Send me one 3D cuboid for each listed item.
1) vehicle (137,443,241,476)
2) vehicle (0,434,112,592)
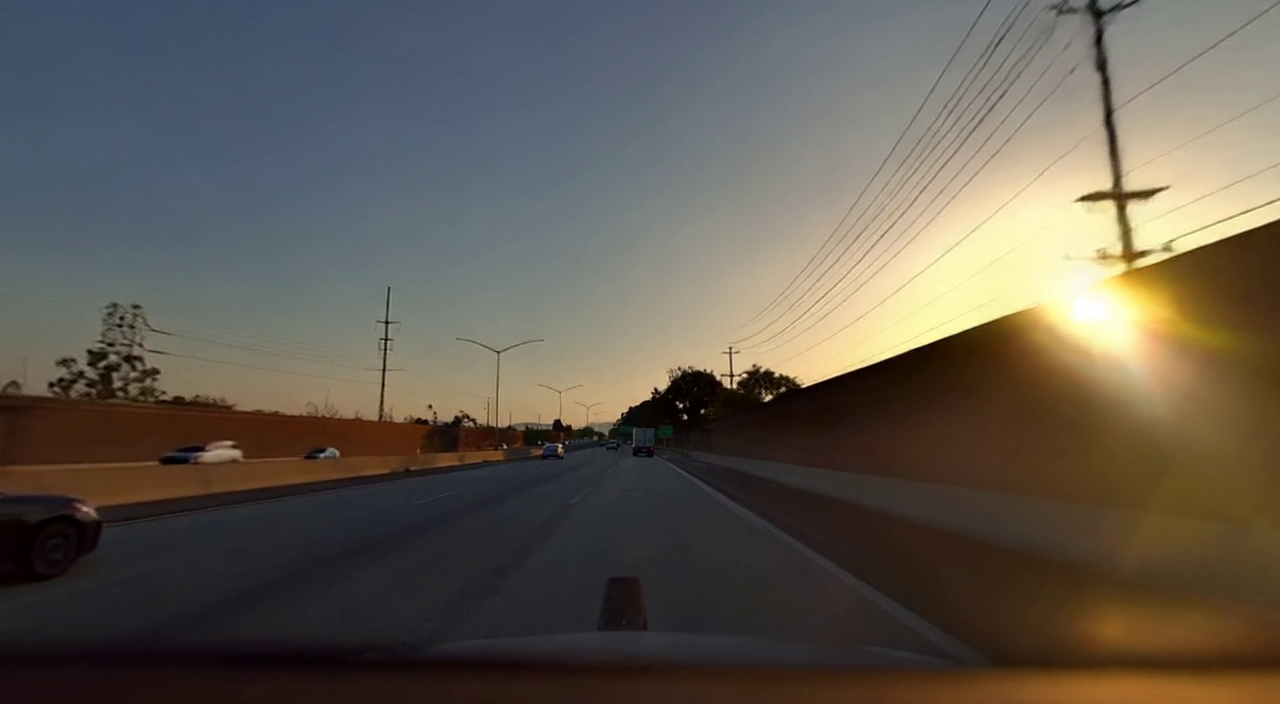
[{"bbox_3d":[-22.651,5.386,31.929,1.927,1.553,4.552,0,-8,0],"label":"vehicle"},{"bbox_3d":[-7.076,1.350,4.787,1.971,1.490,4.790,0,-8,0],"label":"vehicle"}]
